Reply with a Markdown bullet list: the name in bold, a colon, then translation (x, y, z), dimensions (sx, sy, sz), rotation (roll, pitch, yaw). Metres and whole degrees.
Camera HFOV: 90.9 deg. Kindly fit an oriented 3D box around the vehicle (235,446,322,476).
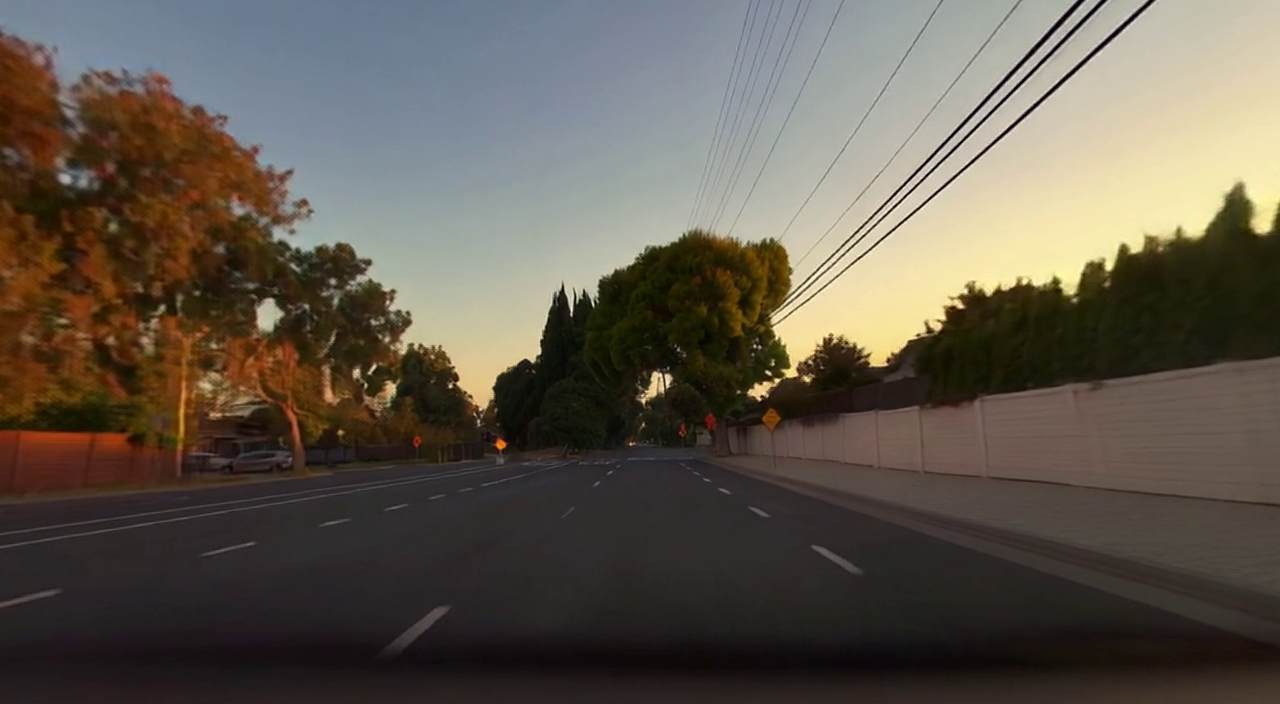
- **vehicle**: translation (-25.177, 7.540, 43.905), dimensions (5.246, 1.961, 2.280), rotation (-3, -8, 20)
